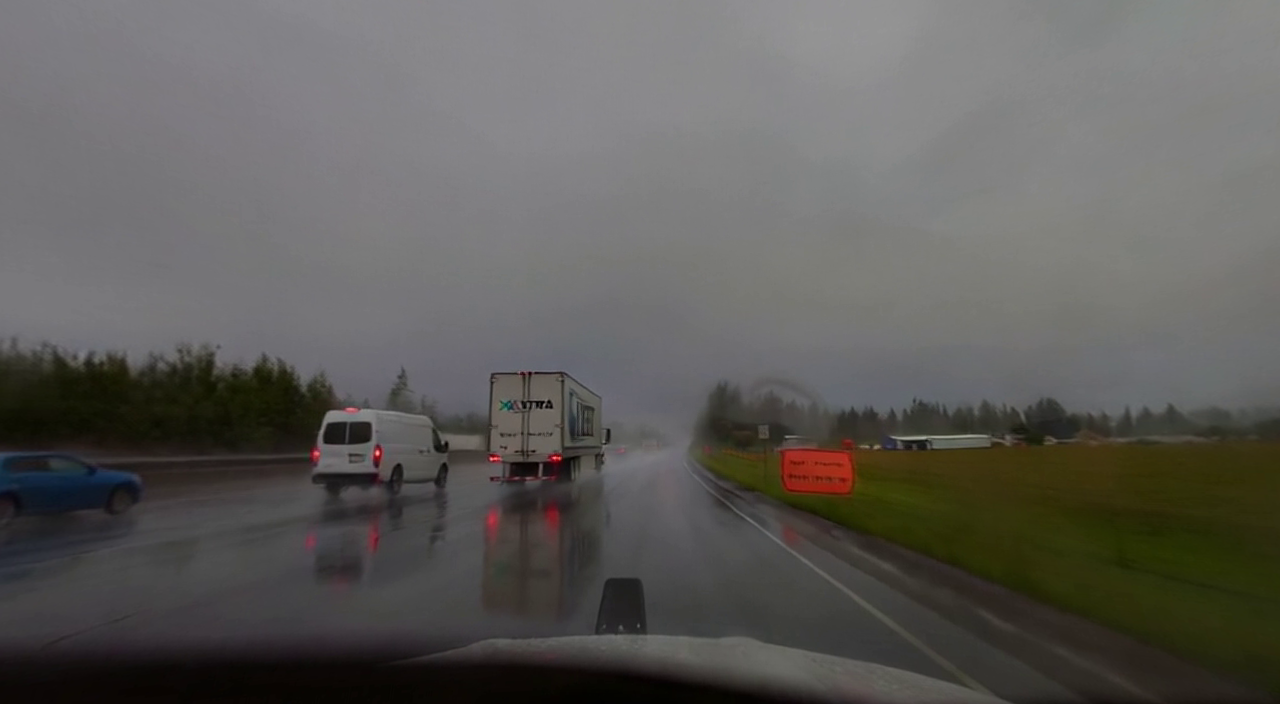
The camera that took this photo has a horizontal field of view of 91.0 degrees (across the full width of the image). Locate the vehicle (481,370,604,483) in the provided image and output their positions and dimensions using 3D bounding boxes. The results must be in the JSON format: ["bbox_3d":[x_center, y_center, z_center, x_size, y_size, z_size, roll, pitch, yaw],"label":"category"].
[{"bbox_3d":[-3.778,3.360,27.461,3.183,4.011,9.617,0,-8,4],"label":"vehicle"}]

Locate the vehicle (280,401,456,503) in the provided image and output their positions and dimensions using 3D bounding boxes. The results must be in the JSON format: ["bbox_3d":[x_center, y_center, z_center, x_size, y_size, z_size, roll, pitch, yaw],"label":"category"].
[{"bbox_3d":[-7.930,3.029,19.346,2.469,2.615,5.874,0,-8,3],"label":"vehicle"}]

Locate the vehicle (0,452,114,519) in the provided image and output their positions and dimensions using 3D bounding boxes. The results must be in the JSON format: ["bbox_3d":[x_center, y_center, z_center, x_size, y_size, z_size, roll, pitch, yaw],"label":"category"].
[{"bbox_3d":[-15.501,3.142,14.921,1.901,1.487,4.622,0,-8,3],"label":"vehicle"}]
